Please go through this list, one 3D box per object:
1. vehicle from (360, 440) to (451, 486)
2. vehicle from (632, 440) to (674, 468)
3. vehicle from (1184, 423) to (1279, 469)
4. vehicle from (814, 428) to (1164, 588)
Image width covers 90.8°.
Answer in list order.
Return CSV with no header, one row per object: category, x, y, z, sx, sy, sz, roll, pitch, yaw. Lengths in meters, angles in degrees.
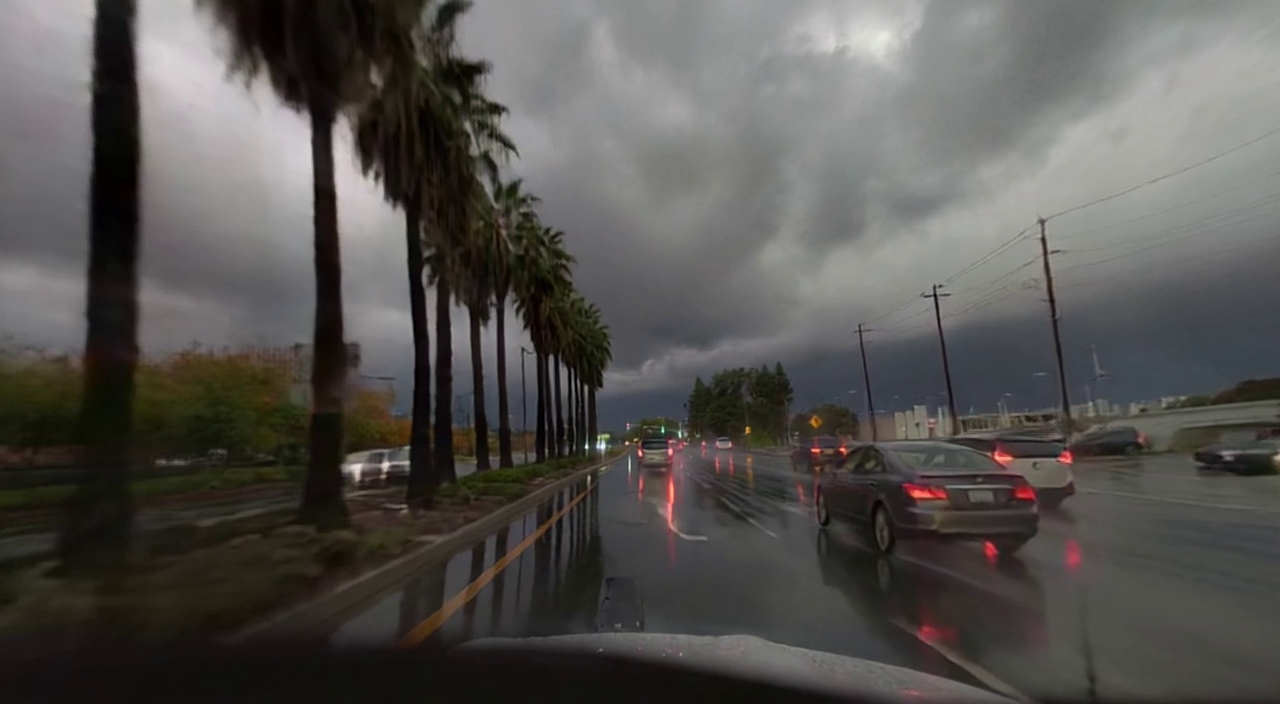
vehicle,-10.383,4.934,28.464,2.238,1.766,4.710,-3,-8,1
vehicle,0.644,5.545,34.540,2.031,1.444,4.361,0,-8,-2
vehicle,27.140,4.096,27.562,2.218,1.864,4.957,0,-8,-2
vehicle,3.846,1.770,8.107,1.875,1.452,4.453,0,-8,-1
